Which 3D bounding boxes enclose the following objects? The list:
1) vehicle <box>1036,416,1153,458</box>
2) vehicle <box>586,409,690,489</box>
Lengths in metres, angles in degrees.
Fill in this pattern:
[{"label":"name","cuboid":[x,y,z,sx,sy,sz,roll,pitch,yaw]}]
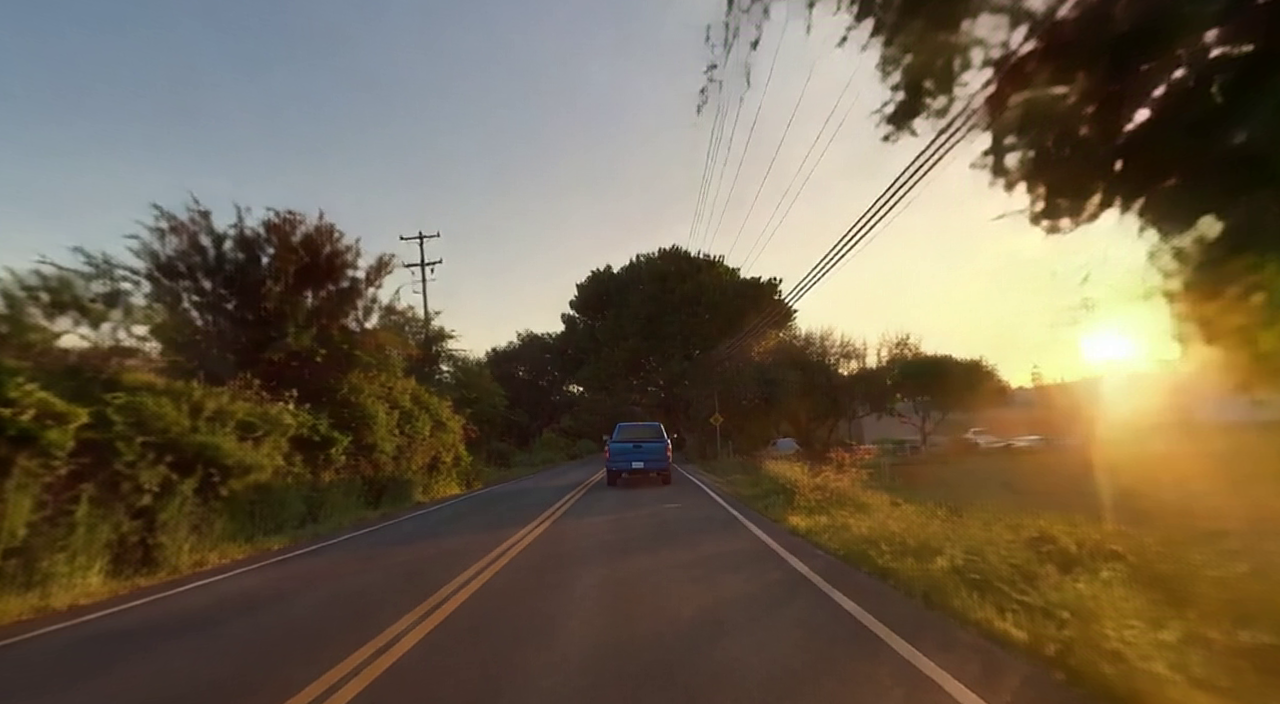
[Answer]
[{"label":"vehicle","cuboid":[33.692,6.372,47.142,2.581,2.932,6.340,4,-9,-27]},{"label":"vehicle","cuboid":[-0.105,3.383,22.184,3.021,2.326,7.410,0,-9,-1]}]
